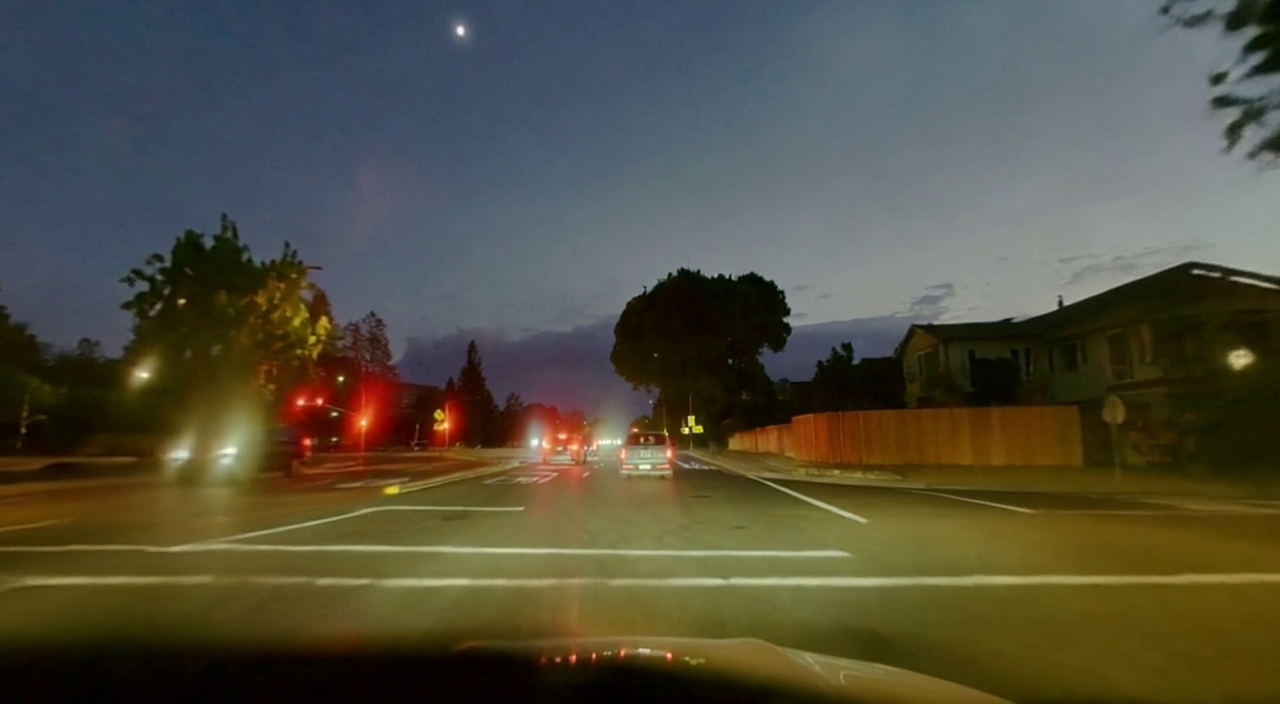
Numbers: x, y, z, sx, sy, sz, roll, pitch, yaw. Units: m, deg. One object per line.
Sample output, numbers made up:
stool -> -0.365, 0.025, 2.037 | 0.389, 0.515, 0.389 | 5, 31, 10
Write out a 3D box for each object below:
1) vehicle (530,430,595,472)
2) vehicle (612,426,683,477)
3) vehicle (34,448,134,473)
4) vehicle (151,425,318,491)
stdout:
vehicle -> -3.336, 4.321, 27.936 | 2.067, 1.546, 4.988 | 2, -6, 2
vehicle -> 0.249, 3.526, 22.566 | 2.290, 1.653, 4.127 | 0, -8, 0
vehicle -> -39.023, 7.615, 44.227 | 4.724, 1.597, 2.191 | 4, -8, -26
vehicle -> -11.528, 3.011, 18.299 | 2.103, 1.679, 4.199 | 0, -7, -1
